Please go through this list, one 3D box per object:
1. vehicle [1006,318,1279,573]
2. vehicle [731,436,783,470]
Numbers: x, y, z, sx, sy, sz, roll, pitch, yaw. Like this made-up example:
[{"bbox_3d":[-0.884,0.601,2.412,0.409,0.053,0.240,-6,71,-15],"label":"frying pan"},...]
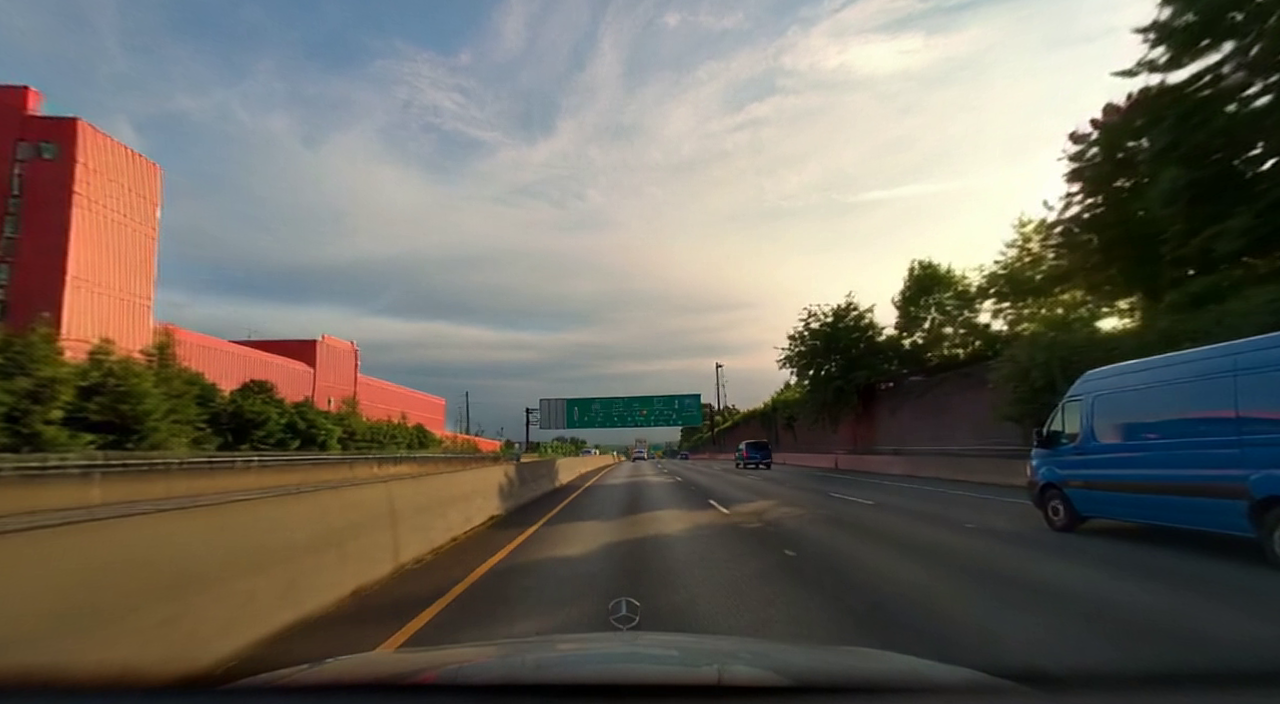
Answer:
[{"bbox_3d":[7.804,1.219,8.149,2.283,2.631,6.053,0,-9,-1],"label":"vehicle"},{"bbox_3d":[7.095,6.238,38.793,2.156,1.943,5.010,0,-9,-1],"label":"vehicle"}]
